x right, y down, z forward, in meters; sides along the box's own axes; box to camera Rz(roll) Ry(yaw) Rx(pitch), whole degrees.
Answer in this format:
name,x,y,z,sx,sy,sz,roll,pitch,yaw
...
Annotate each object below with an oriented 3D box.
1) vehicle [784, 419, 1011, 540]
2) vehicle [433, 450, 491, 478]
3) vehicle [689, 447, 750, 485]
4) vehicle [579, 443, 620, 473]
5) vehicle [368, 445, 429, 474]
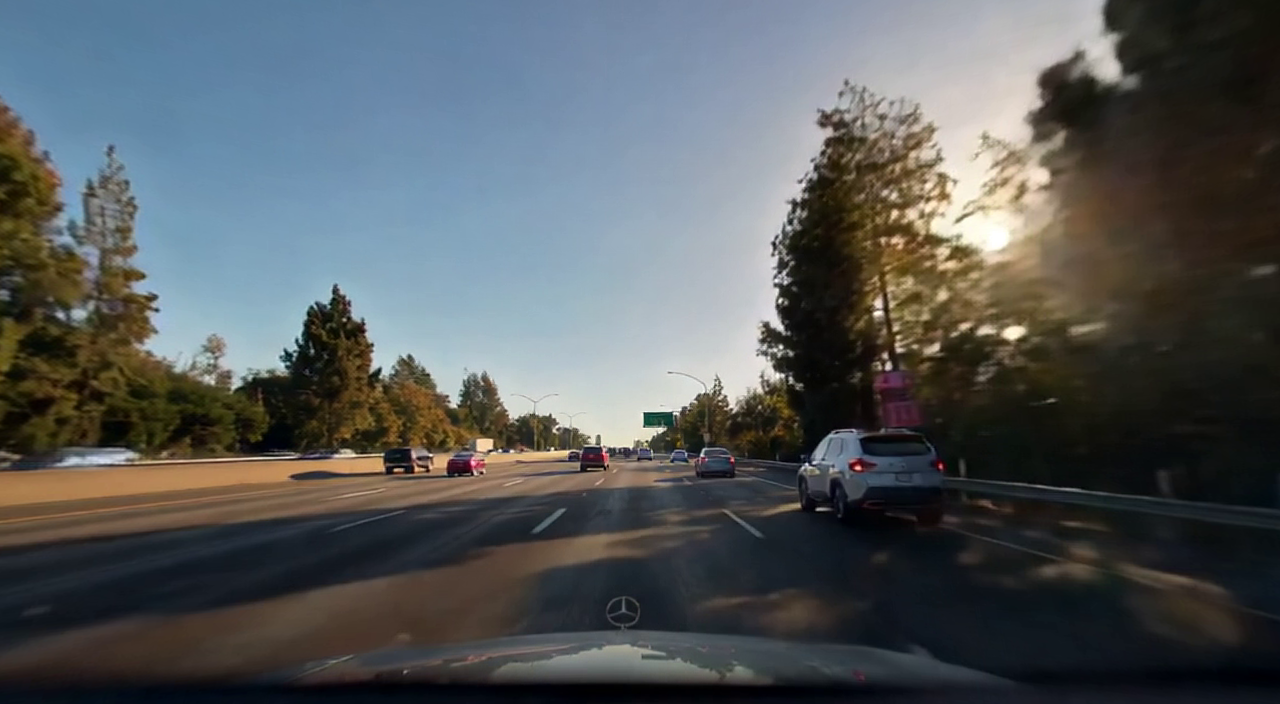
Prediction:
name,x,y,z,sx,sy,sz,roll,pitch,yaw
vehicle,4.400,2.270,11.845,2.218,1.776,4.807,0,-9,0
vehicle,-10.268,6.498,36.734,1.974,1.472,4.684,0,-9,1
vehicle,3.422,5.005,27.986,2.126,1.529,4.438,0,-9,0
vehicle,-2.693,7.287,43.529,2.449,1.929,5.503,0,-9,0
vehicle,-16.632,7.395,43.595,2.181,1.819,4.830,0,-9,2
